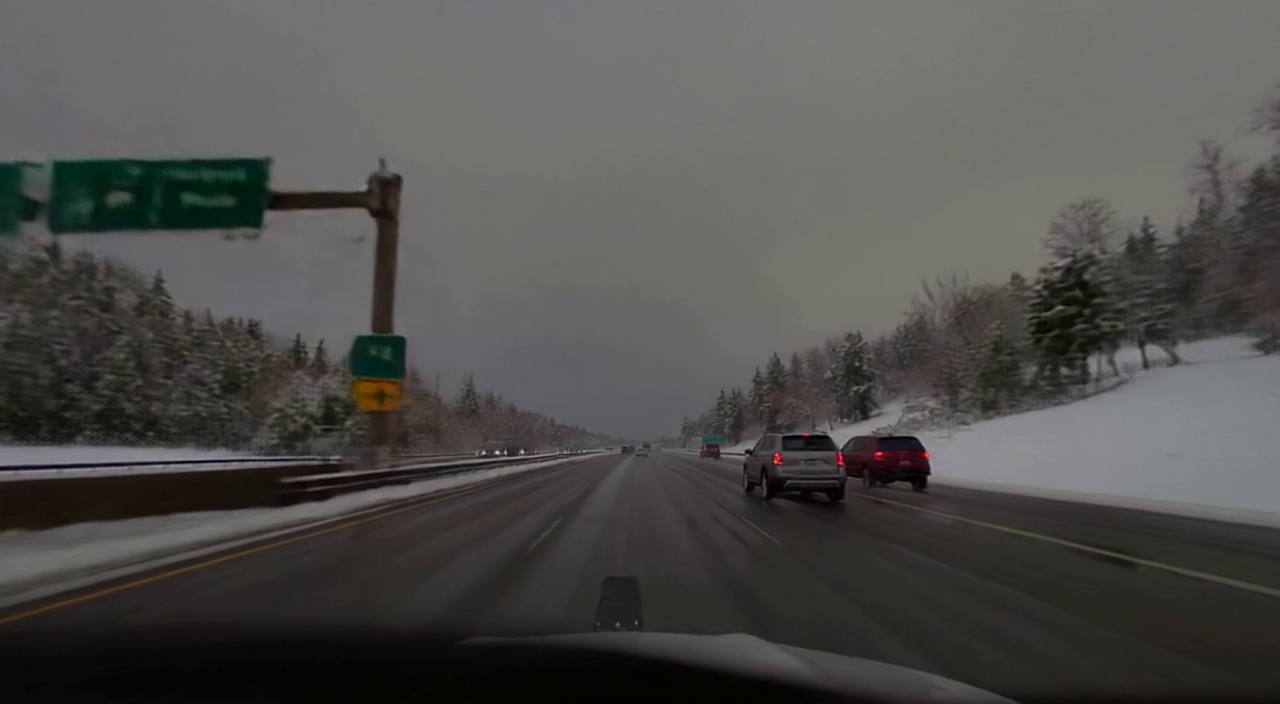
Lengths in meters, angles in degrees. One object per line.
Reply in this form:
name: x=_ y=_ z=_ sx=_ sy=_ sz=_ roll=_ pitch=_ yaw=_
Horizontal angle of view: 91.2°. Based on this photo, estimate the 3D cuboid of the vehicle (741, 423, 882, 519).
vehicle: x=3.466 y=2.498 z=13.573 sx=1.784 sy=1.733 sz=4.141 roll=0 pitch=-9 yaw=-1

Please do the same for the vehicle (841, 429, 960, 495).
vehicle: x=7.890 y=3.364 z=19.403 sx=1.898 sy=1.798 sz=3.805 roll=0 pitch=-9 yaw=-2

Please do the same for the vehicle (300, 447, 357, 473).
vehicle: x=-18.363 y=6.364 z=37.071 sx=1.541 sy=1.411 sz=3.525 roll=0 pitch=-9 yaw=0
